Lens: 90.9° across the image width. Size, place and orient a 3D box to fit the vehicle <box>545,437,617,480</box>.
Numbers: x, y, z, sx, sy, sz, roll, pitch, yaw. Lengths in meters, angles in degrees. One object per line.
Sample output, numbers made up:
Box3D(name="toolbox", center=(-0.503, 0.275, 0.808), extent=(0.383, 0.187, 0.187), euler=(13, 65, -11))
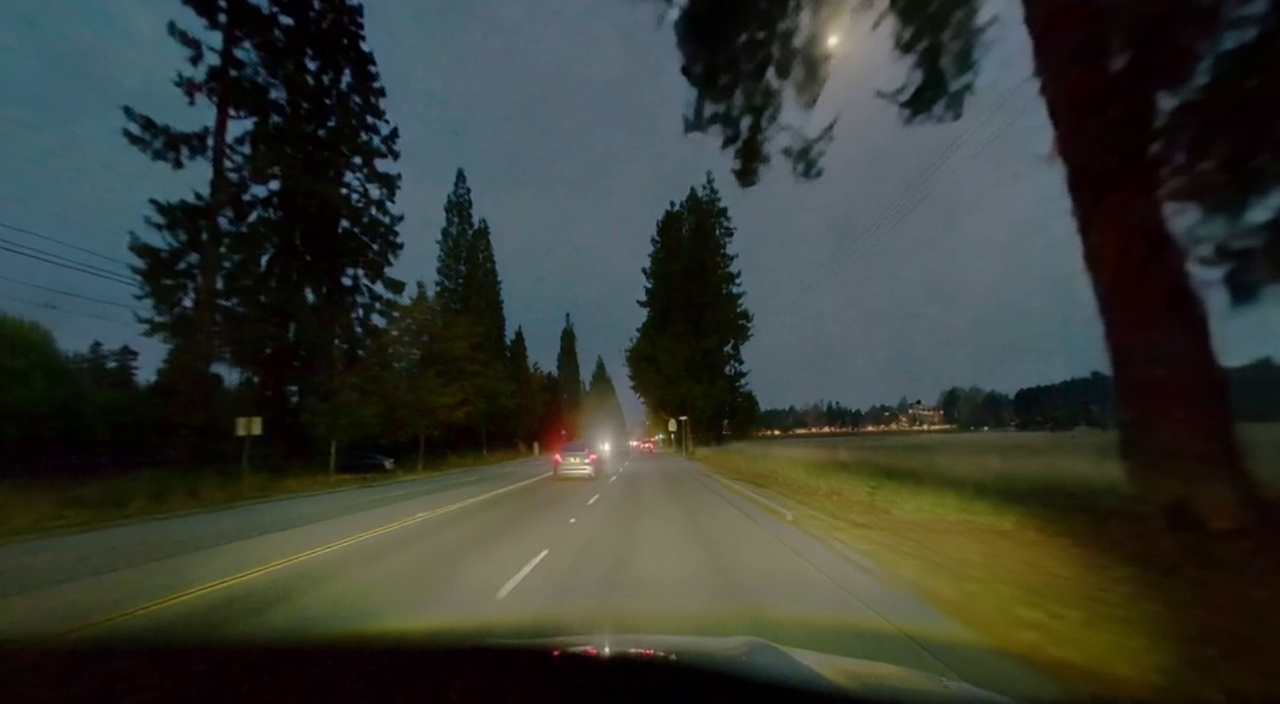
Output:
Box3D(name="vehicle", center=(-2.141, 4.049, 24.286), extent=(2.153, 1.461, 4.374), euler=(-1, -8, 3))

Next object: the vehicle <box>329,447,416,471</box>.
Box3D(name="vehicle", center=(-17.839, 7.140, 42.152), extent=(4.916, 1.474, 2.008), euler=(0, -8, 1))
